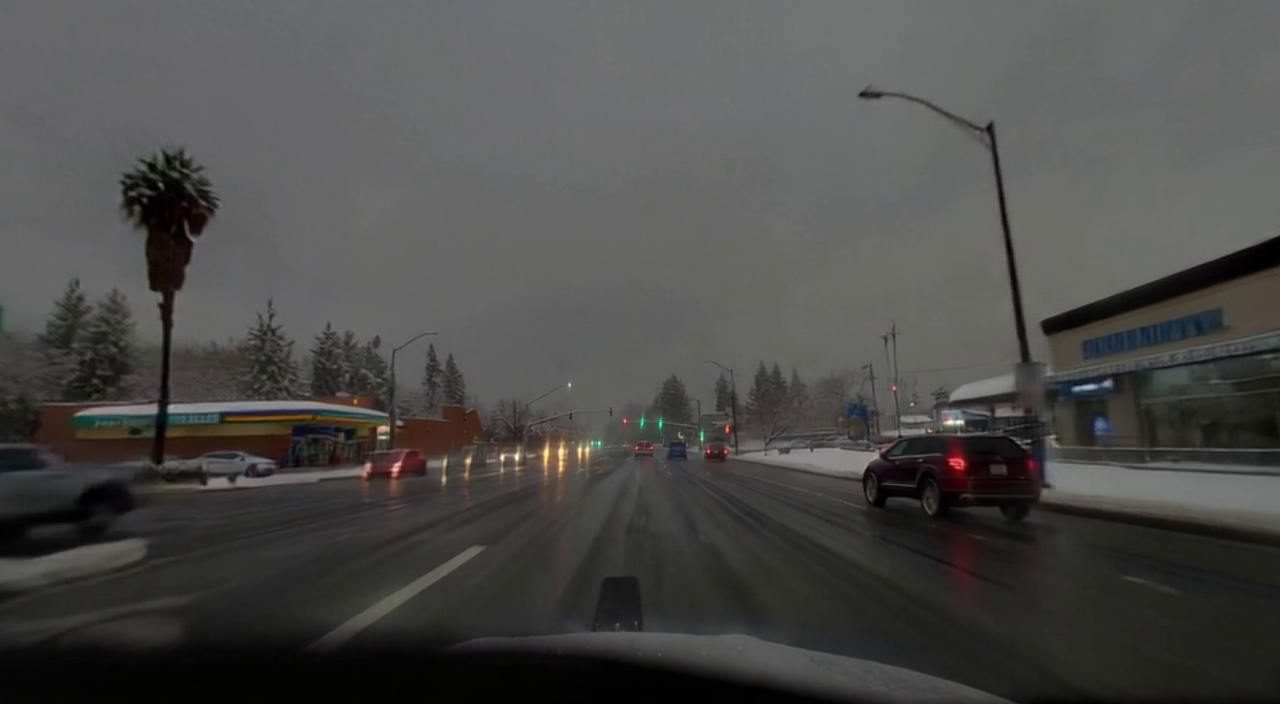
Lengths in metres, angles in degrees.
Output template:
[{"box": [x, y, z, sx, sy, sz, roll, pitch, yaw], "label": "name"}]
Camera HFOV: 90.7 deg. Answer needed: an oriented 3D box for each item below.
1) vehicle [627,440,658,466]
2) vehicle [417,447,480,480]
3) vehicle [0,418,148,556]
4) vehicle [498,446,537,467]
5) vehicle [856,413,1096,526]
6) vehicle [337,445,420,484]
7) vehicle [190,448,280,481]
[{"box": [0.203, 7.376, 46.215, 2.177, 1.754, 3.815, 0, -9, 0], "label": "vehicle"}, {"box": [-9.104, 5.311, 30.421, 1.806, 1.444, 3.606, -1, -9, 2], "label": "vehicle"}, {"box": [-9.390, 1.757, 8.147, 2.042, 1.782, 4.919, -1, -9, 1], "label": "vehicle"}, {"box": [-9.167, 7.864, 47.674, 1.931, 1.479, 4.555, -1, -9, 2], "label": "vehicle"}, {"box": [6.307, 2.277, 12.784, 2.066, 1.807, 4.893, 0, -9, -1], "label": "vehicle"}, {"box": [-12.541, 5.380, 30.686, 2.082, 1.720, 4.316, -1, -9, 1], "label": "vehicle"}, {"box": [-22.999, 6.370, 36.200, 1.992, 1.763, 4.726, 0, -9, 0], "label": "vehicle"}]
